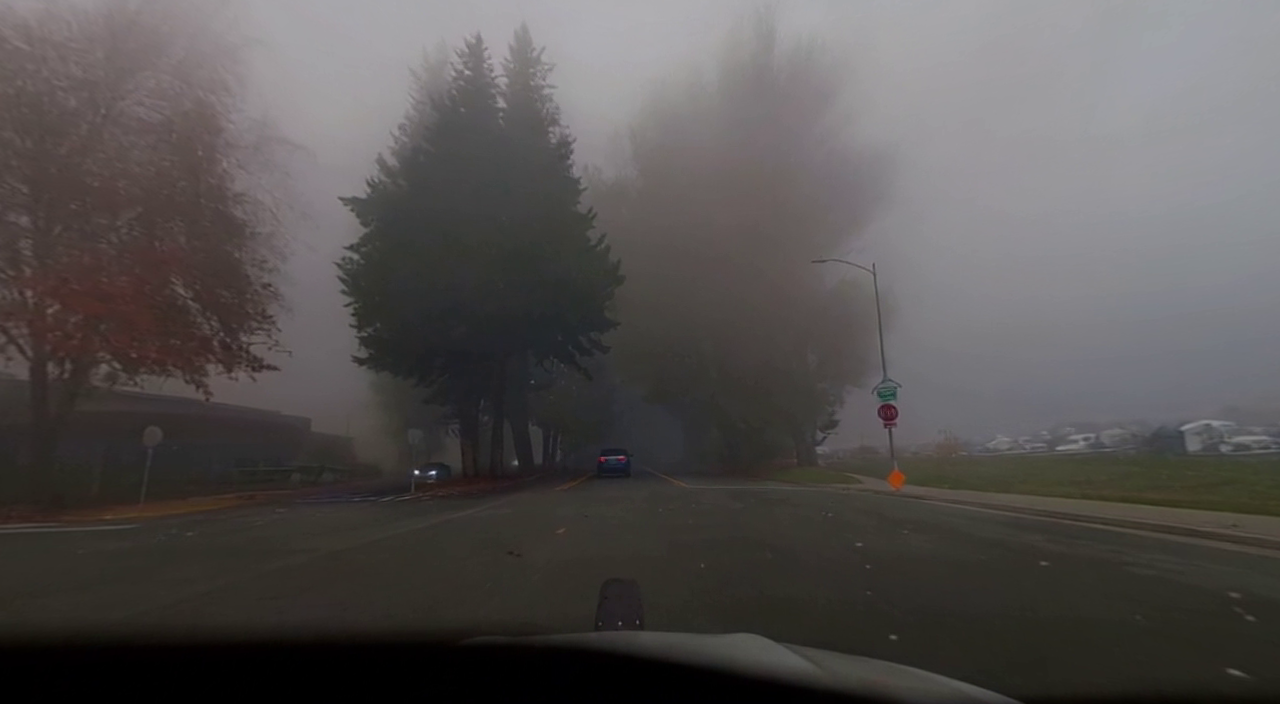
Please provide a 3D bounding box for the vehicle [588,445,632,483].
[{"bbox_3d":[-1.631,6.396,36.384,2.284,2.012,5.607,0,-9,-1],"label":"vehicle"}]
